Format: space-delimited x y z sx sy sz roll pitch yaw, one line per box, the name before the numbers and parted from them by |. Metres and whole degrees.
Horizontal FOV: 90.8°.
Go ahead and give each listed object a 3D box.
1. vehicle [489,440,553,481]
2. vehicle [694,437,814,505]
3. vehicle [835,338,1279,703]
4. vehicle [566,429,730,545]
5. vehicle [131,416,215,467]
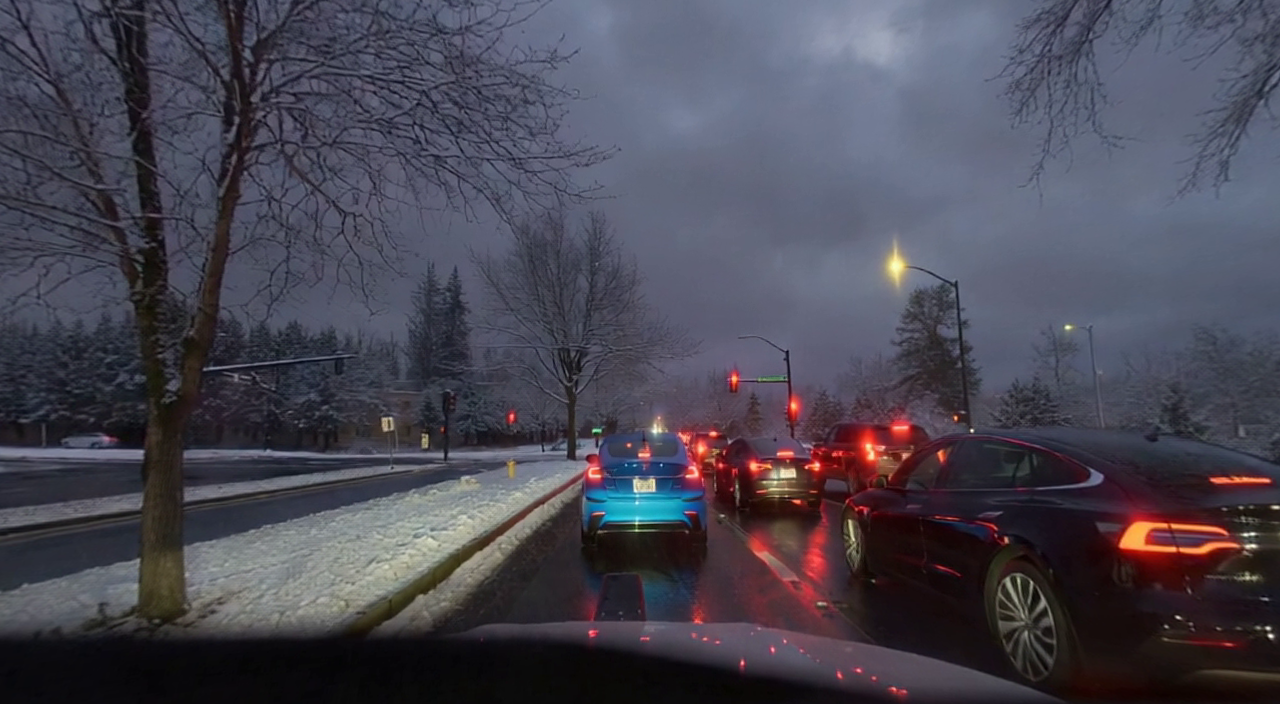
vehicle | -4.639 4.283 25.241 1.972 1.457 4.171 0 -8 -4
vehicle | 2.692 2.931 16.026 2.058 1.466 4.208 0 -8 -3
vehicle | 3.179 1.106 4.304 2.167 1.676 4.443 0 -8 -1
vehicle | 0.026 2.081 10.461 2.147 1.499 4.240 0 -8 -2
vehicle | -29.253 5.618 39.703 2.608 2.990 3.026 2 -8 3
